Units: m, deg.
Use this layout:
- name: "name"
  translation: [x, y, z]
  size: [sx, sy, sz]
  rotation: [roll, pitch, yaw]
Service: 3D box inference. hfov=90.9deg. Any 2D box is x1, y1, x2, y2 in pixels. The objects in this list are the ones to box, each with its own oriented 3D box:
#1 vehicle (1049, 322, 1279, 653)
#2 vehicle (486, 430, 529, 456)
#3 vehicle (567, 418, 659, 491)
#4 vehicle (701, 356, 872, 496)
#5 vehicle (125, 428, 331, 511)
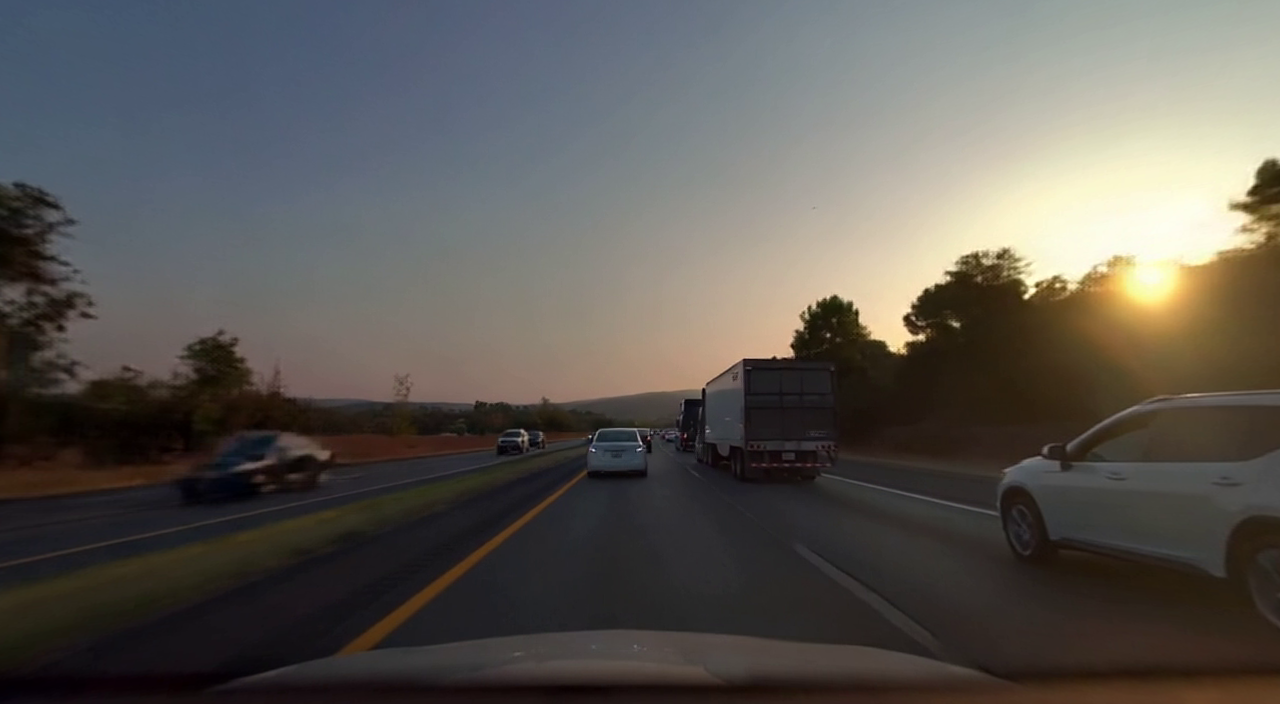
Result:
- name: "vehicle"
  translation: [4.719, 0.785, 3.648]
  size: [2.011, 1.905, 3.905]
  rotation: [0, -7, 0]
- name: "vehicle"
  translation: [-9.273, 6.384, 44.394]
  size: [2.012, 1.703, 4.298]
  rotation: [0, -7, 1]
- name: "vehicle"
  translation: [-0.632, 2.592, 16.398]
  size: [2.082, 1.638, 4.055]
  rotation: [0, -7, 0]
- name: "vehicle"
  translation: [3.562, 2.126, 17.867]
  size: [2.723, 3.027, 8.478]
  rotation: [0, -7, -1]
- name: "vehicle"
  translation: [-8.923, 2.529, 14.185]
  size: [1.911, 1.570, 4.036]
  rotation: [0, -7, 0]
